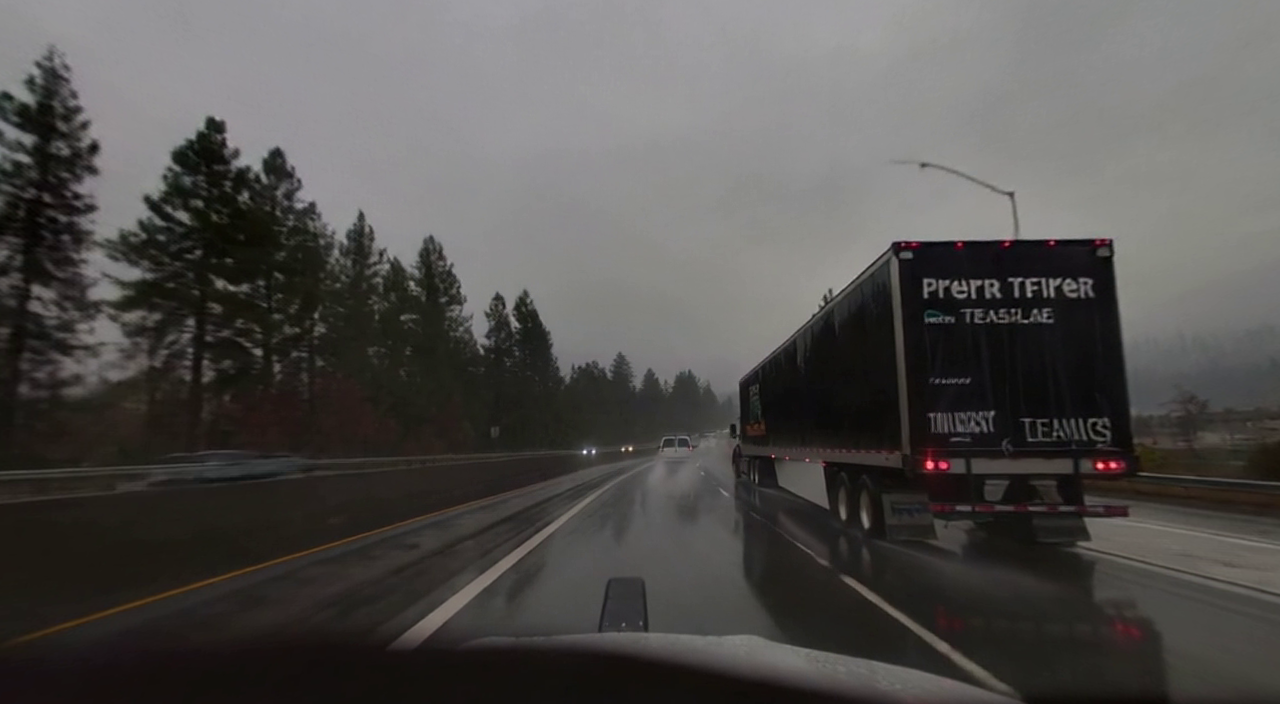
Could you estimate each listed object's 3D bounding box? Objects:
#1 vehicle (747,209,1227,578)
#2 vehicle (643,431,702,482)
[{"bbox_3d":[5.206,1.575,15.365,2.899,4.160,16.621,0,-8,2],"label":"vehicle"},{"bbox_3d":[1.323,4.254,25.998,2.222,1.848,4.610,0,-8,3],"label":"vehicle"}]
